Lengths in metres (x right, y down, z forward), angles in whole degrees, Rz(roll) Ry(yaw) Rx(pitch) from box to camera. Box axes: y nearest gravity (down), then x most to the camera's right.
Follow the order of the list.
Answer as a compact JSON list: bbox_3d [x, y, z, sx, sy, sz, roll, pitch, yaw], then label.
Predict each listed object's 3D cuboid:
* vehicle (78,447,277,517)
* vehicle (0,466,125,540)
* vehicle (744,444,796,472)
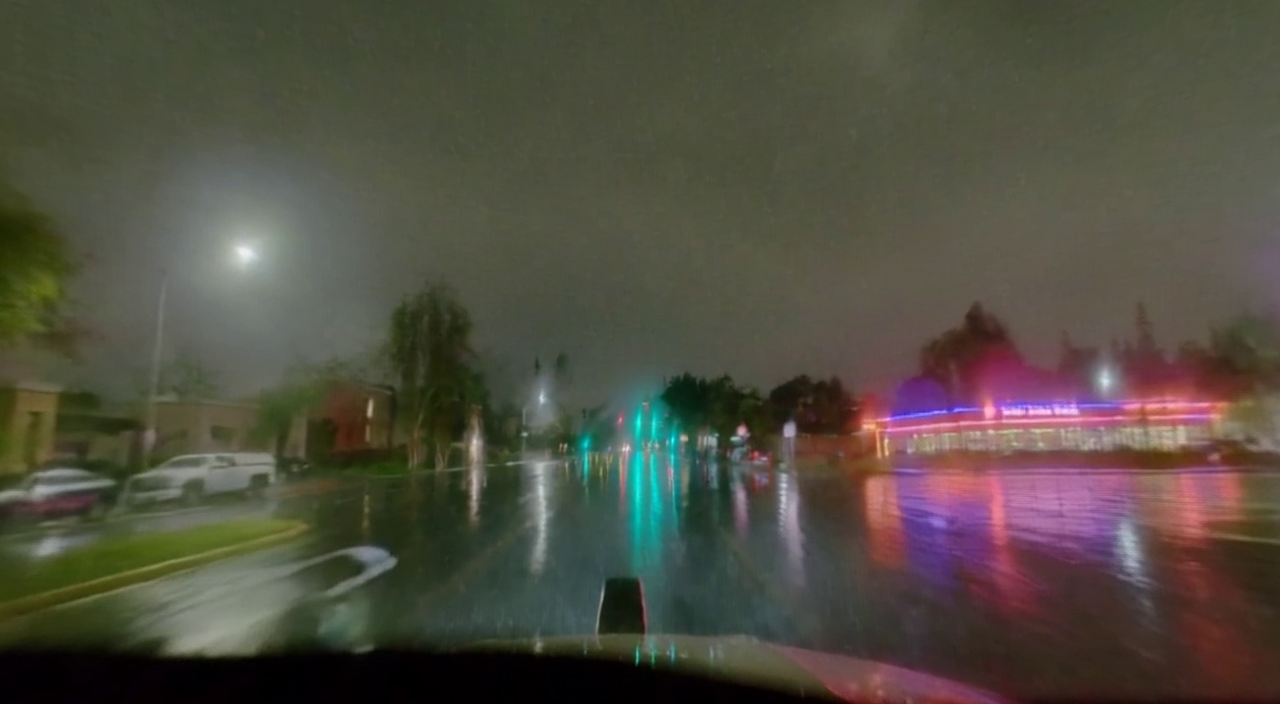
[{"bbox_3d":[-14.724,4.123,20.759,2.164,1.933,5.804,0,-9,0],"label":"vehicle"},{"bbox_3d":[-14.798,3.447,14.485,2.106,1.479,4.541,0,-9,1],"label":"vehicle"},{"bbox_3d":[7.360,6.061,36.221,2.057,1.478,4.356,0,-9,0],"label":"vehicle"}]
